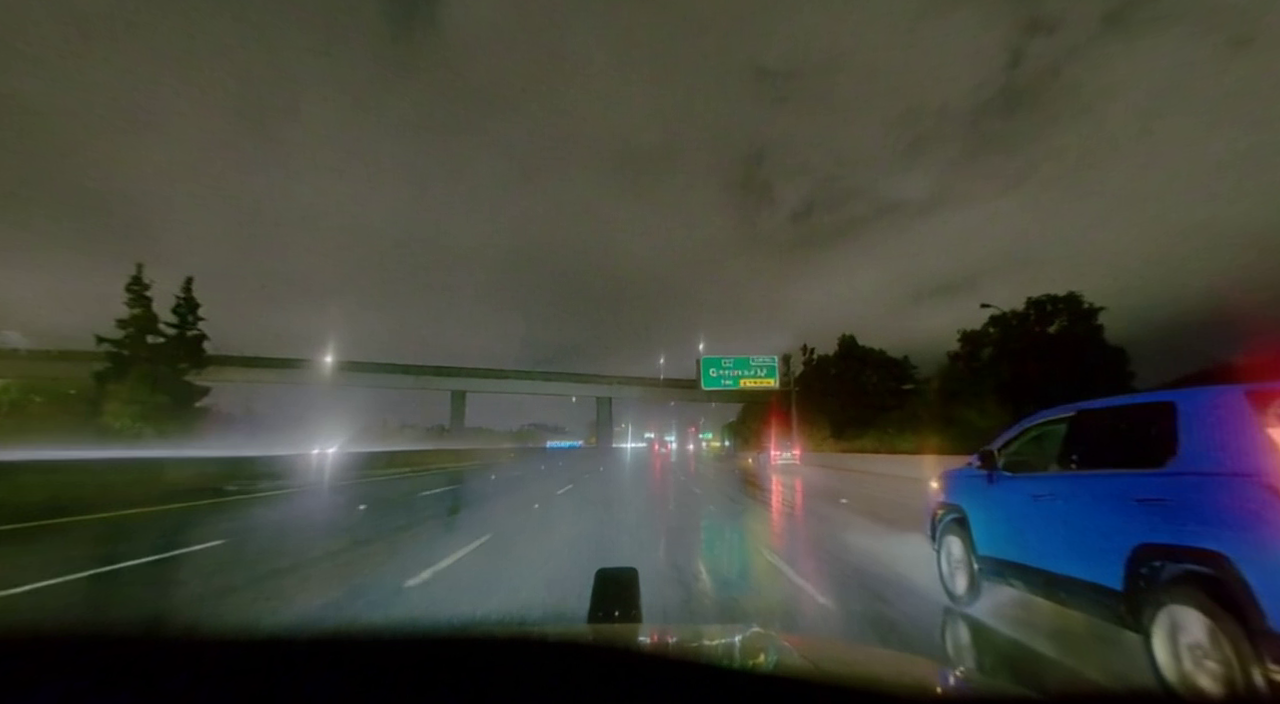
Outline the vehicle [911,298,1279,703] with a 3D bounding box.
[{"bbox_3d":[3.648,0.869,3.330,2.155,1.918,4.945,0,-9,-1],"label":"vehicle"}]
